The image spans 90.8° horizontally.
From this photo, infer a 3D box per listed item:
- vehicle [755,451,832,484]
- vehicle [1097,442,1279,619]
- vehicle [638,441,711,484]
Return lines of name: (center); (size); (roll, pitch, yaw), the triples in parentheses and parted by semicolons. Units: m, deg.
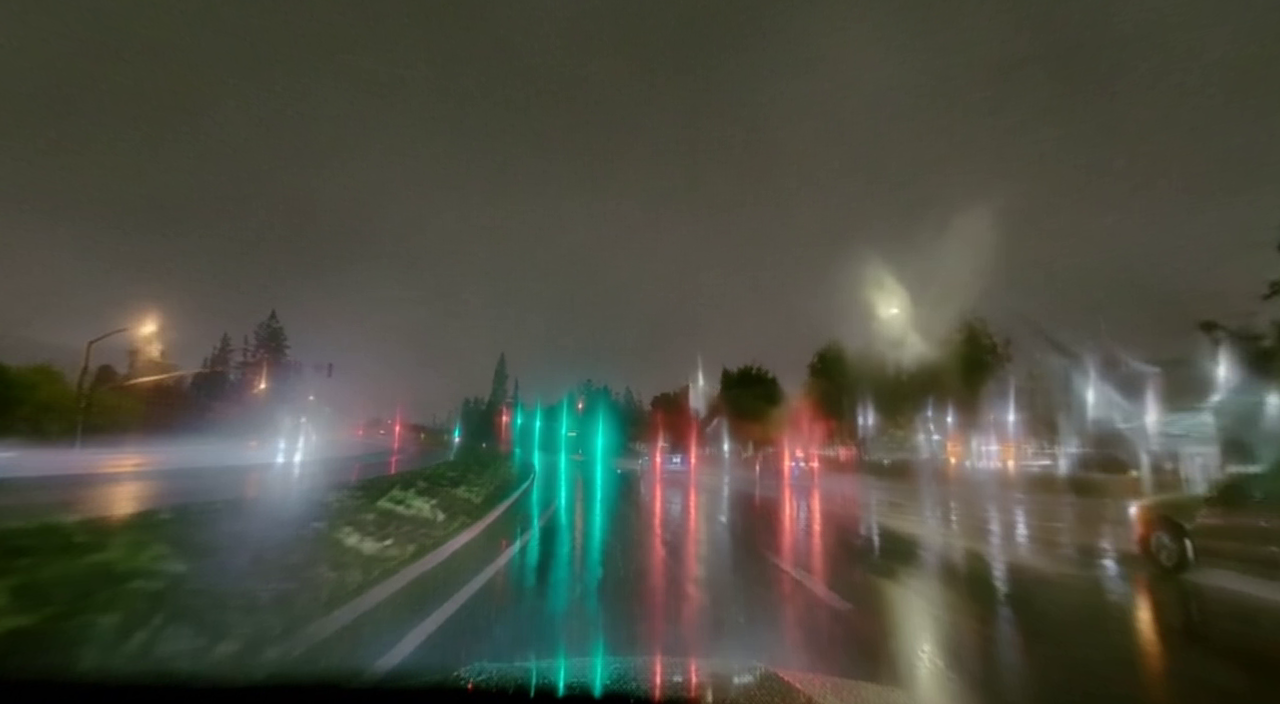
vehicle: (7.321, 5.541, 30.639); (1.940, 1.460, 4.652); (1, -9, -9)
vehicle: (6.360, 1.471, 5.120); (1.882, 1.476, 4.344); (0, -9, -3)
vehicle: (1.332, 4.589, 26.571); (2.122, 1.646, 4.525); (1, -9, -9)
